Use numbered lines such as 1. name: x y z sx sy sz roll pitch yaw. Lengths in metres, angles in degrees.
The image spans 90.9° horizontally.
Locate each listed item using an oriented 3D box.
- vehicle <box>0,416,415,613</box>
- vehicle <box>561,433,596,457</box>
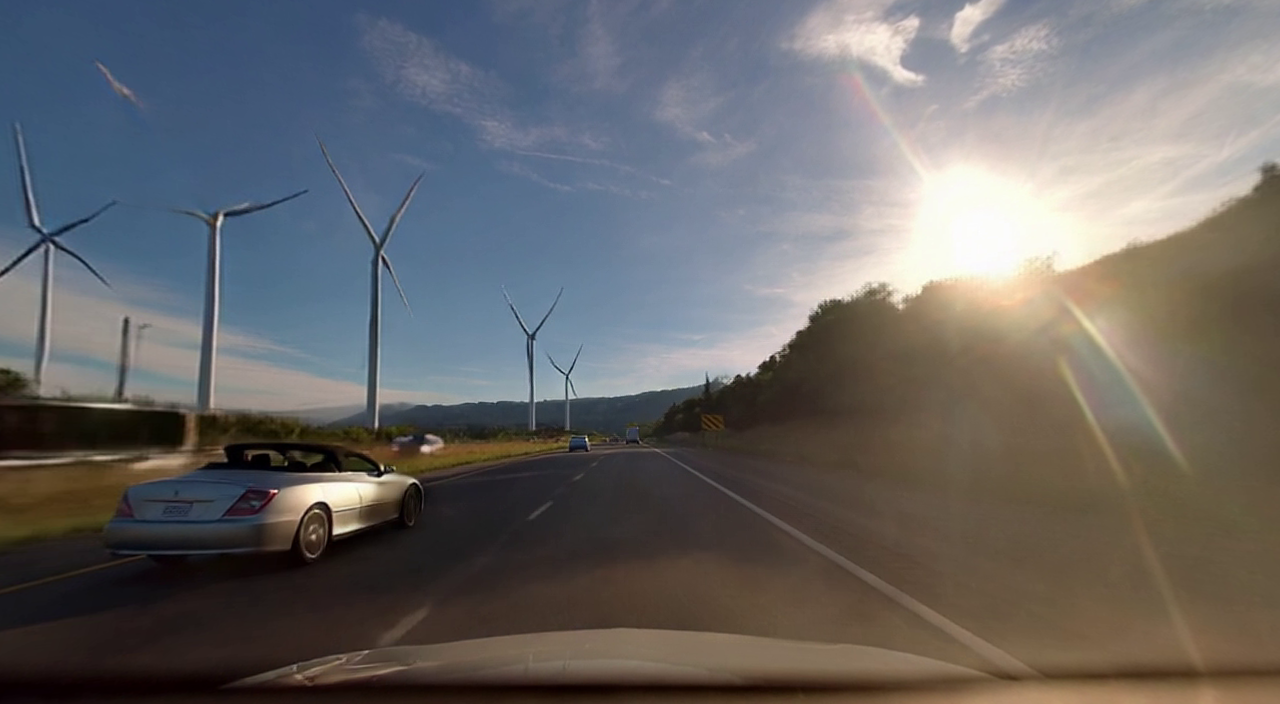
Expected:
1. vehicle: -4.126 1.464 6.716 1.969 1.413 4.194 0 -8 -1
2. vehicle: -3.925 5.975 40.785 2.024 1.456 3.754 0 -8 -1
